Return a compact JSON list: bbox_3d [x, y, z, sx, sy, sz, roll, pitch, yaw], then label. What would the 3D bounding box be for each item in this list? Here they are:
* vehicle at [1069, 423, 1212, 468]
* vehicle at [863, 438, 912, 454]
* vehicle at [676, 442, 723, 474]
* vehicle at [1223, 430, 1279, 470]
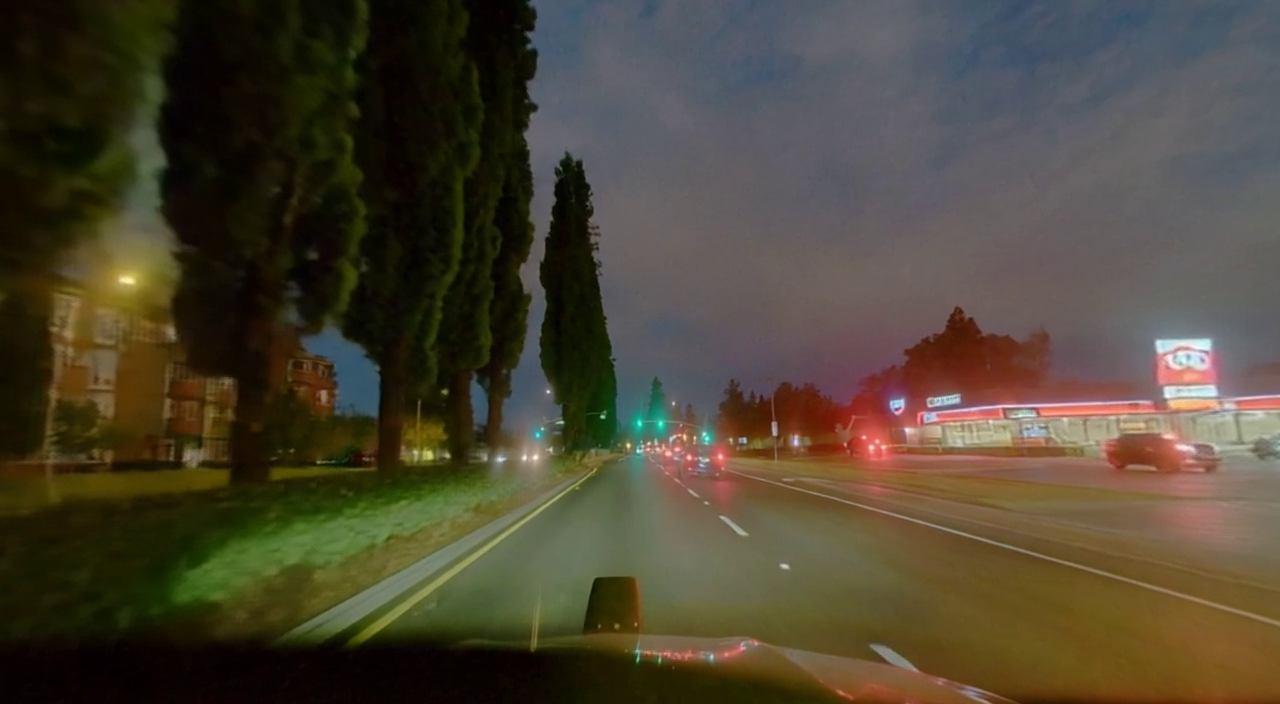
[{"bbox_3d":[20.626,3.862,26.154,4.210,1.727,2.227,2,-7,-8],"label":"vehicle"},{"bbox_3d":[19.209,7.325,49.131,3.242,1.165,1.363,1,-7,-5],"label":"vehicle"},{"bbox_3d":[3.151,5.667,34.150,2.041,1.531,4.236,1,-7,-1],"label":"vehicle"},{"bbox_3d":[31.733,4.926,31.841,2.269,1.862,4.495,-3,-9,28],"label":"vehicle"}]
